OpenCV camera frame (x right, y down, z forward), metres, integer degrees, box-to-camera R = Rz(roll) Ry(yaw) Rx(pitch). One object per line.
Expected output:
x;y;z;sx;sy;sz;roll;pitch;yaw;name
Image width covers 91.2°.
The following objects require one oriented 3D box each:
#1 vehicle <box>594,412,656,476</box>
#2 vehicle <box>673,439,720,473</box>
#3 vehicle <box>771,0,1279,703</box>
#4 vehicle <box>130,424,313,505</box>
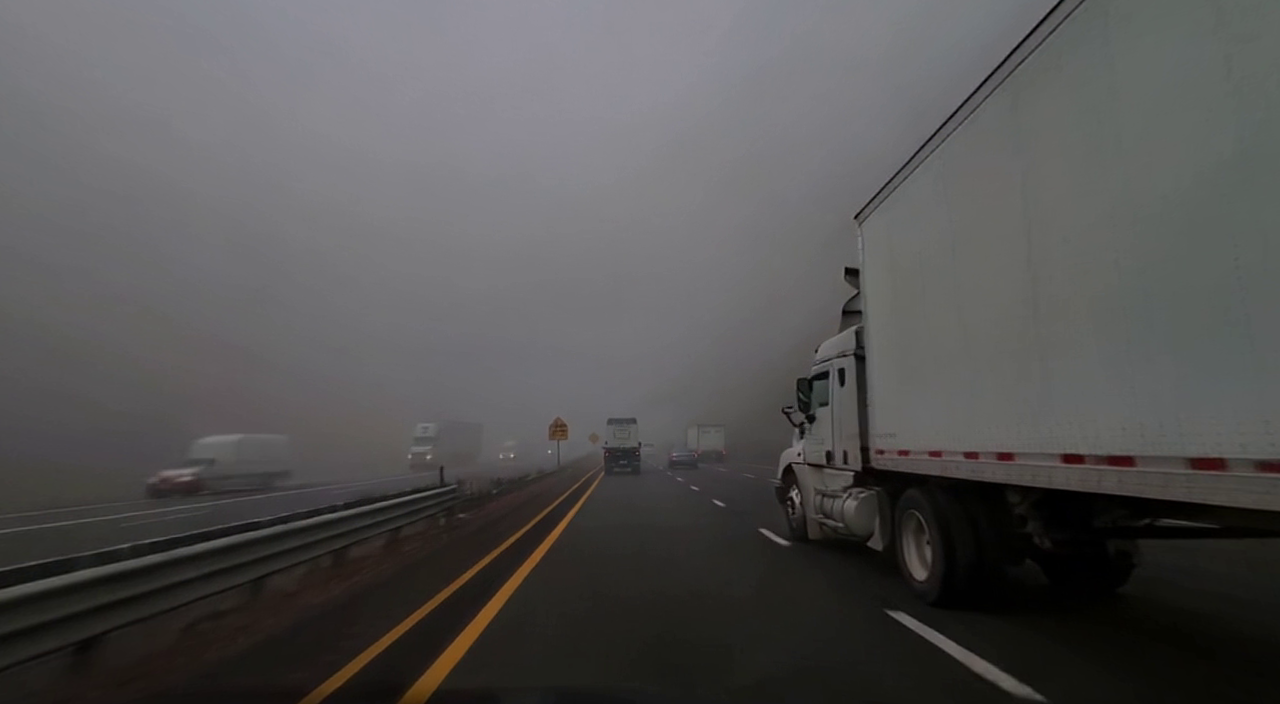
-0.571;4.470;30.341;2.506;2.743;6.093;-1;-9;3;vehicle
2.948;5.552;33.579;2.127;1.642;3.899;0;-9;-1;vehicle
3.847;0.215;5.345;2.972;4.007;10.643;0;-9;-1;vehicle
-13.676;3.702;21.082;2.425;2.339;5.273;0;-9;0;vehicle
